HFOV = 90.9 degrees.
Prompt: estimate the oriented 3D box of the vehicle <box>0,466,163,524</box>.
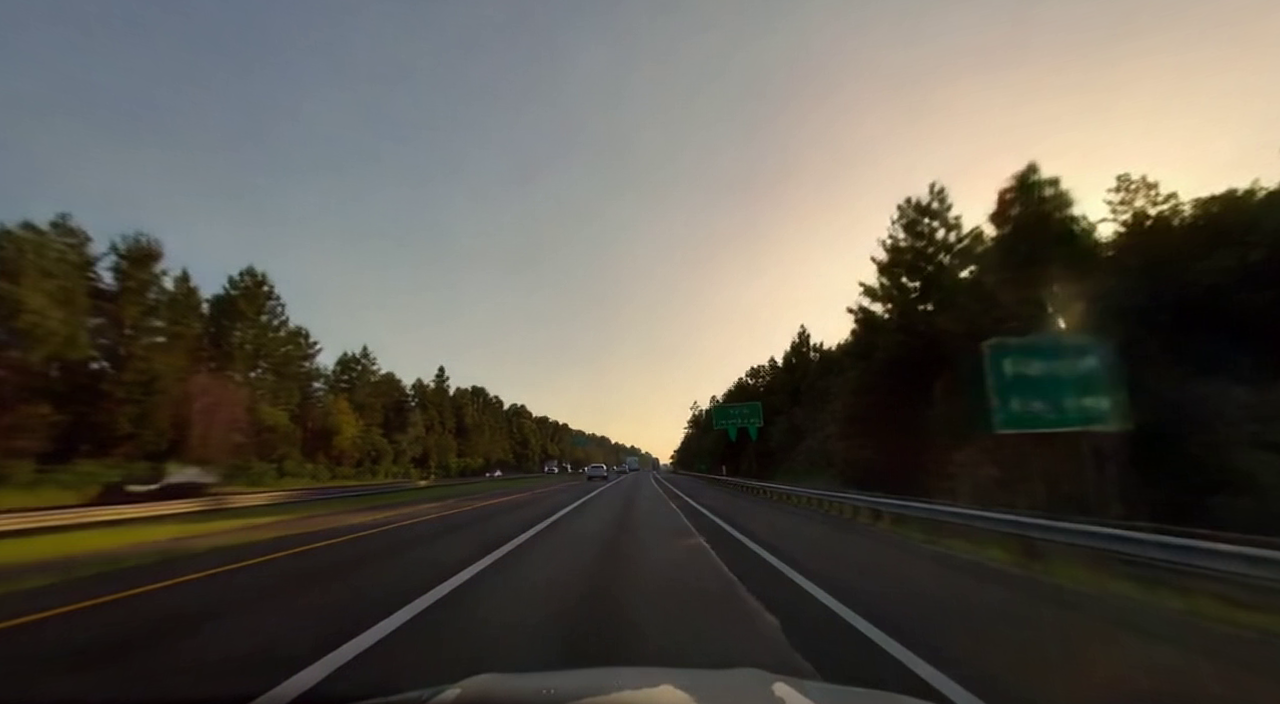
[{"bbox_3d":[-16.127,4.006,18.044,1.862,1.433,3.846,1,-10,0],"label":"vehicle"}]
